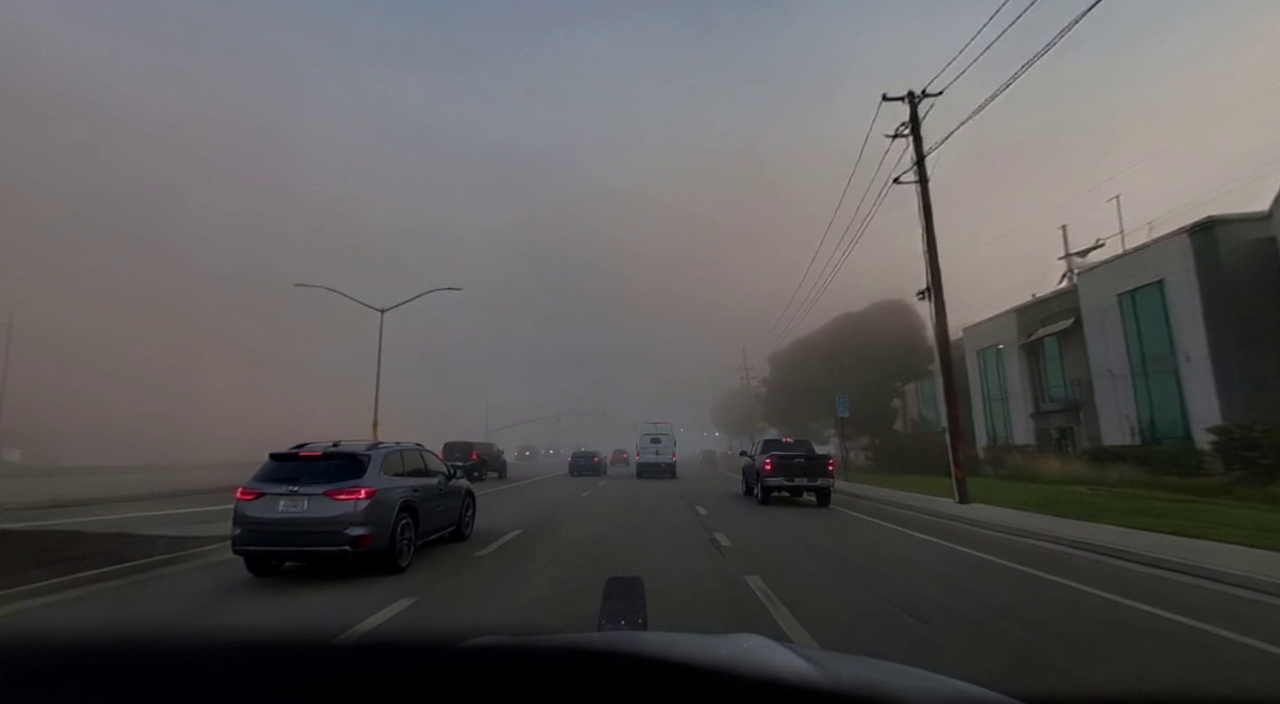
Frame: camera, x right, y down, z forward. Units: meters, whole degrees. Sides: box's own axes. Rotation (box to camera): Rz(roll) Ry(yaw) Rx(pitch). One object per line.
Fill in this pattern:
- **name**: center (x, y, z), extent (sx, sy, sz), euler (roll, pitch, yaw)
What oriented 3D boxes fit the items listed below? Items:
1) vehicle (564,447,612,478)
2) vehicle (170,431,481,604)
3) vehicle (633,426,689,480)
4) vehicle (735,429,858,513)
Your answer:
- **vehicle**: center (-2.714, 5.898, 33.858), extent (1.984, 1.567, 4.311), euler (-1, -9, 4)
- **vehicle**: center (-3.537, 1.885, 8.009), extent (1.934, 1.643, 3.718), euler (0, -9, 1)
- **vehicle**: center (1.170, 5.062, 31.558), extent (2.457, 2.440, 5.486), euler (-1, -9, 5)
- **vehicle**: center (3.970, 3.100, 16.828), extent (2.283, 1.923, 4.427), euler (0, -9, 2)
